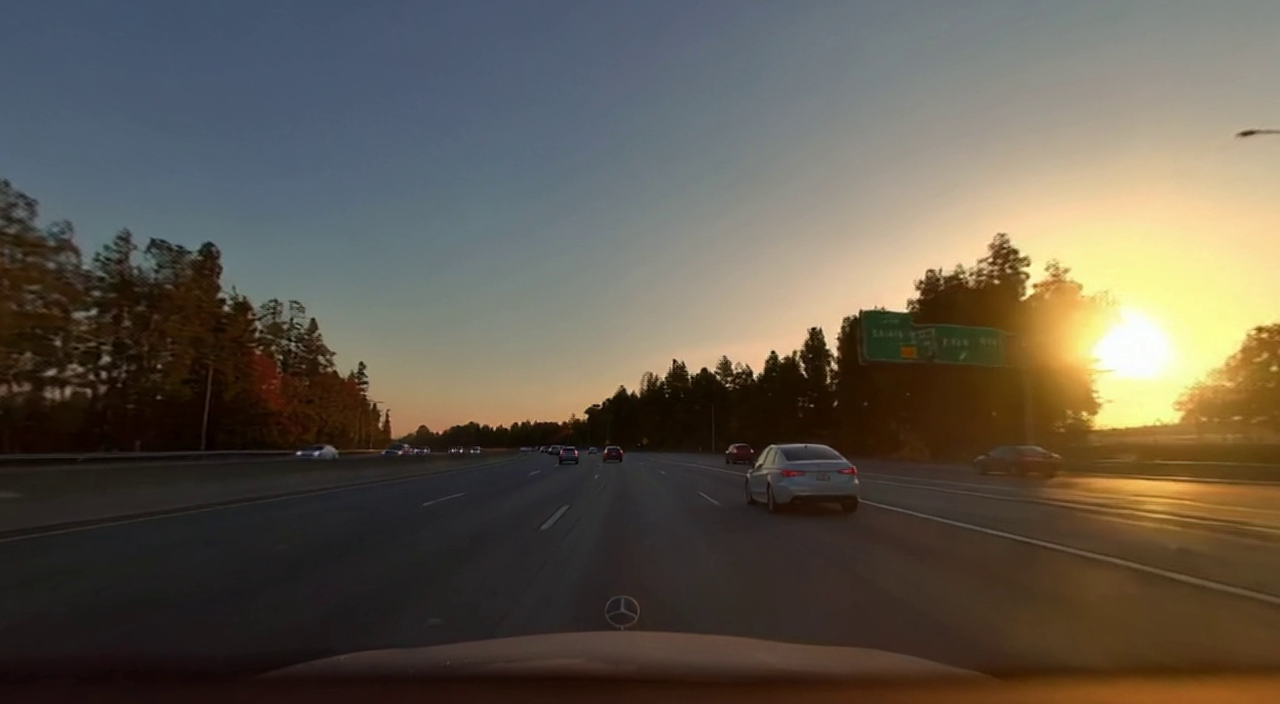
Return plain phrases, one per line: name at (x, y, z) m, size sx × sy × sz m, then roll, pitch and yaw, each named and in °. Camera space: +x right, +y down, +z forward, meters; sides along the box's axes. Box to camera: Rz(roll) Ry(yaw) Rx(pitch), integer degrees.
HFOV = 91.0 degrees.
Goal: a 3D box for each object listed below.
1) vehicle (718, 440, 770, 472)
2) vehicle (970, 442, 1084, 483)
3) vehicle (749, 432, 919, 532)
vehicle at (6.224, 6.287, 38.378) m, size 2.167 × 1.793 × 4.683 m, roll 0°, pitch -9°, yaw -3°
vehicle at (15.454, 4.423, 25.491) m, size 1.878 × 1.486 × 4.636 m, roll -1°, pitch -9°, yaw 4°
vehicle at (3.411, 2.360, 11.942) m, size 1.975 × 1.562 × 3.823 m, roll 0°, pitch -9°, yaw 0°
